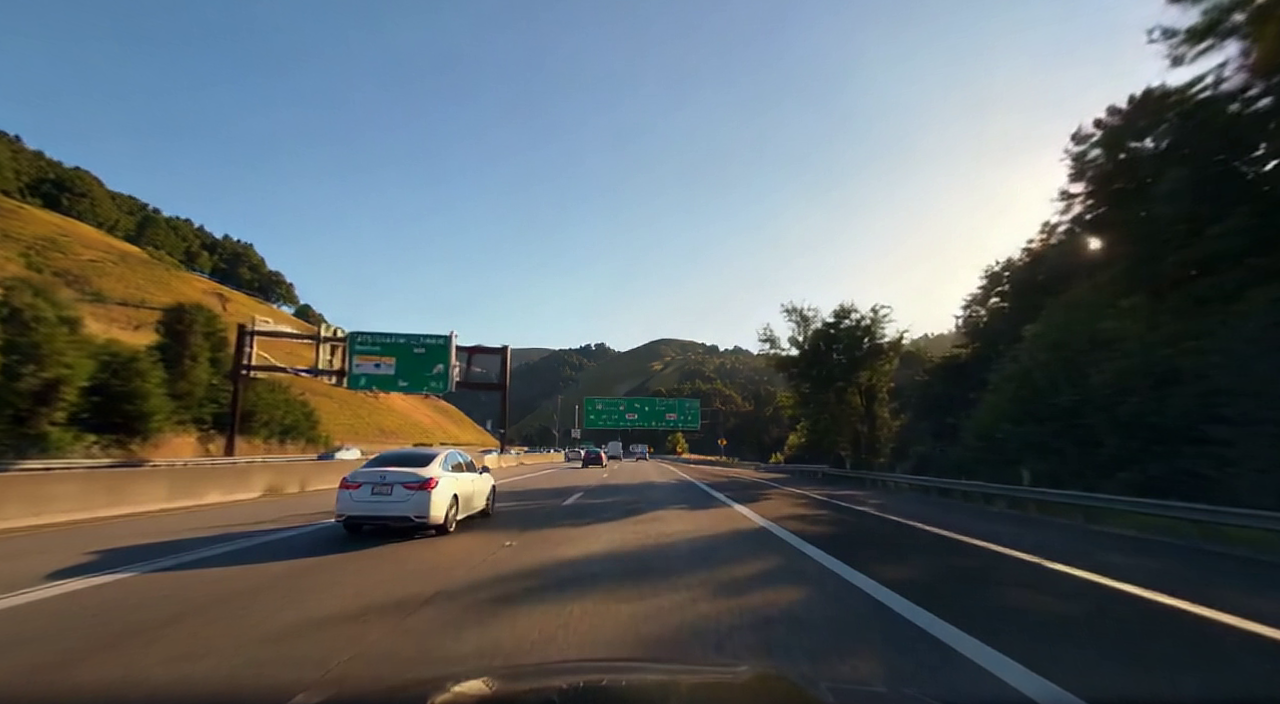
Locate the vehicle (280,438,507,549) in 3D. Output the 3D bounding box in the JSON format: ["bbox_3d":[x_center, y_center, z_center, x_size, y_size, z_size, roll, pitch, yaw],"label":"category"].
[{"bbox_3d":[-3.744,2.234,10.654,1.988,1.440,4.504,0,-9,0],"label":"vehicle"}]

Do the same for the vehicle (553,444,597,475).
[{"bbox_3d":[-3.676,6.177,36.437,2.073,1.694,4.162,0,-9,1],"label":"vehicle"}]
